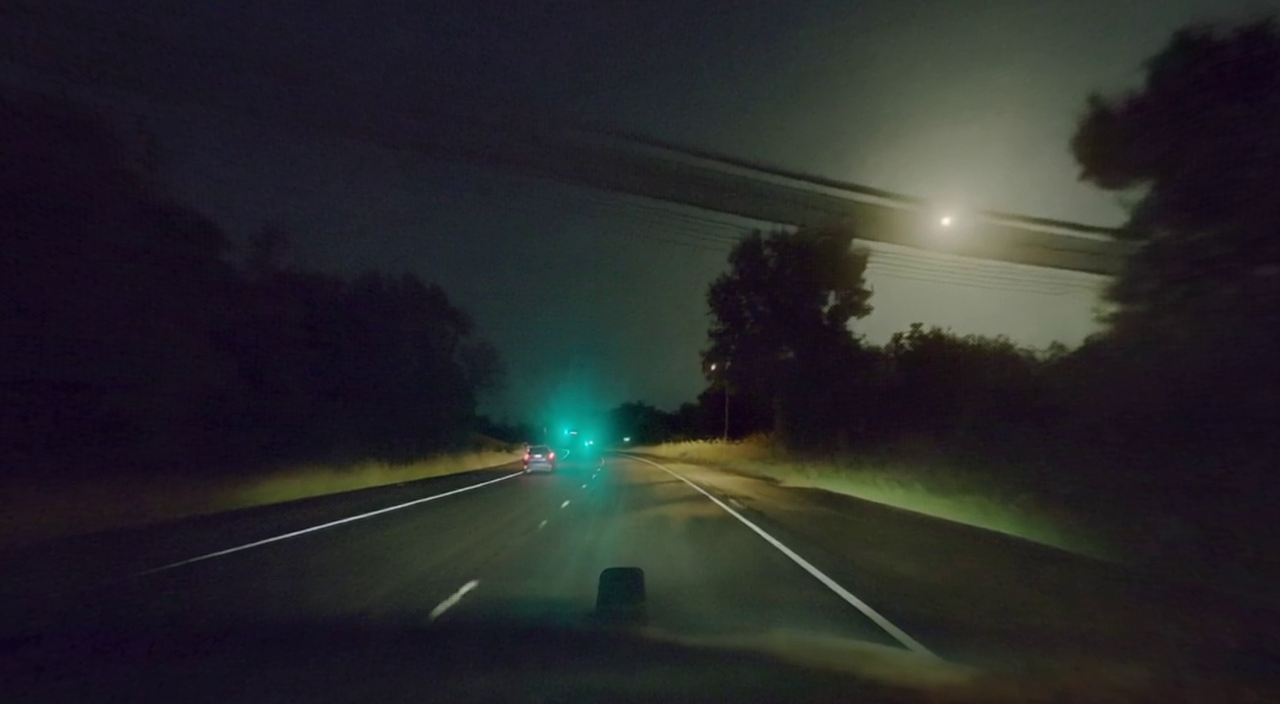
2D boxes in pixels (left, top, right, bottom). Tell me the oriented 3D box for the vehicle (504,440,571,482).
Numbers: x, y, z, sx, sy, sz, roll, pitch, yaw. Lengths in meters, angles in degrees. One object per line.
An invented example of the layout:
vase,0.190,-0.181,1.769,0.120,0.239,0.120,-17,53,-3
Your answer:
vehicle,-3.937,4.279,25.015,1.968,1.503,4.443,0,-8,-1
